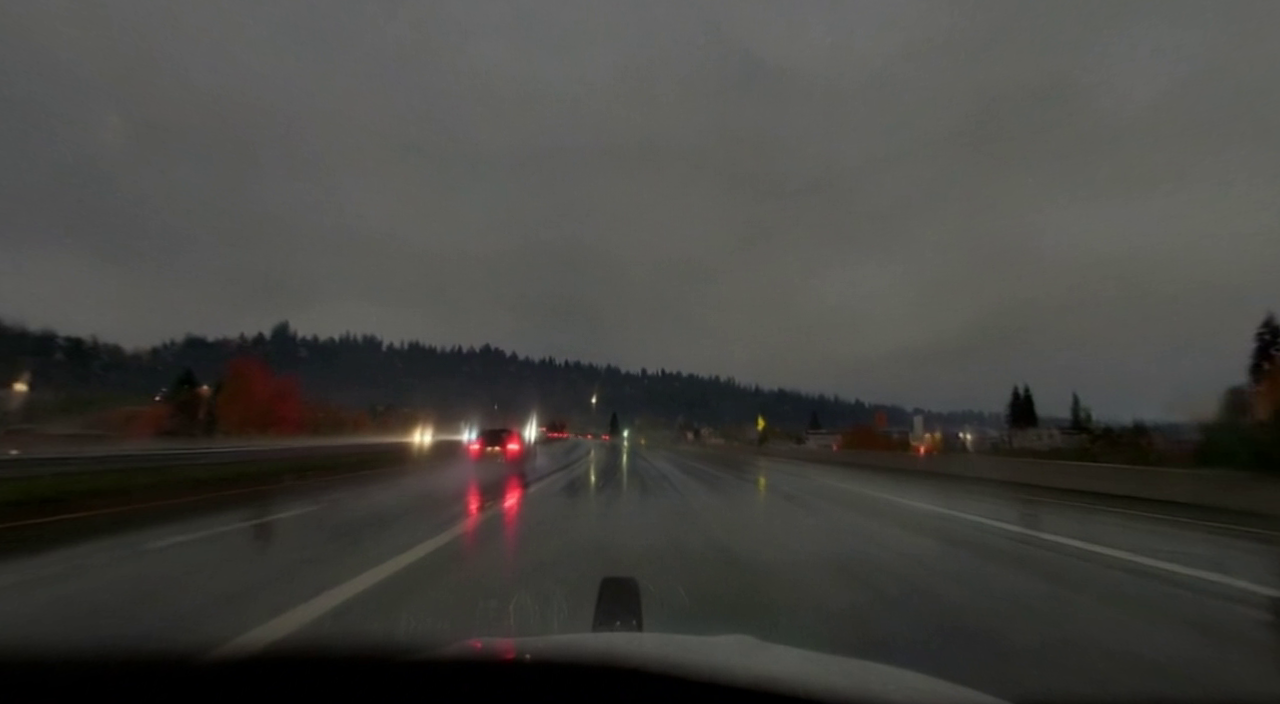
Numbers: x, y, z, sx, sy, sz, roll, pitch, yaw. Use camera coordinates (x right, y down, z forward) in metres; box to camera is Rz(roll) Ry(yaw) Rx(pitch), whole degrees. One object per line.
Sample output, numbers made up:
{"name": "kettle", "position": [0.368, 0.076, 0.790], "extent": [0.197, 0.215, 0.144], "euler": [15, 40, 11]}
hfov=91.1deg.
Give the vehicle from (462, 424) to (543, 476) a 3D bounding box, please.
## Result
{"name": "vehicle", "position": [-4.508, 3.270, 21.192], "extent": [1.878, 1.548, 3.966], "euler": [0, -8, -1]}
